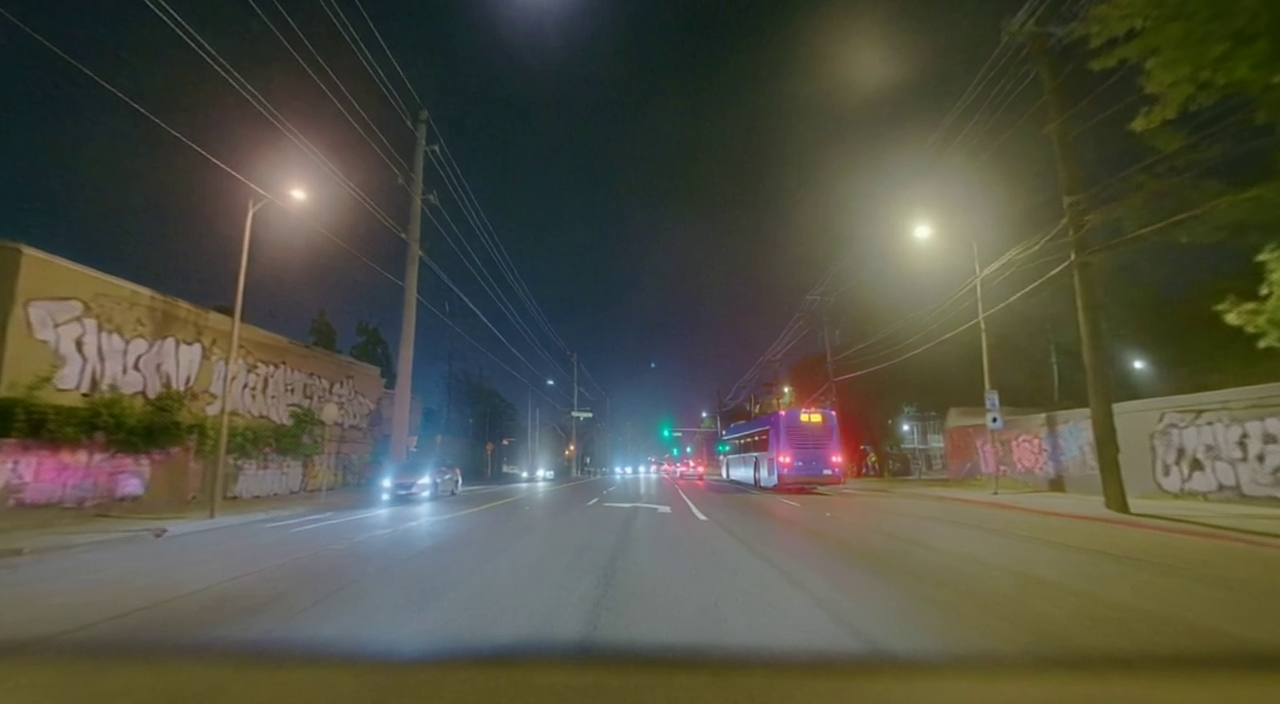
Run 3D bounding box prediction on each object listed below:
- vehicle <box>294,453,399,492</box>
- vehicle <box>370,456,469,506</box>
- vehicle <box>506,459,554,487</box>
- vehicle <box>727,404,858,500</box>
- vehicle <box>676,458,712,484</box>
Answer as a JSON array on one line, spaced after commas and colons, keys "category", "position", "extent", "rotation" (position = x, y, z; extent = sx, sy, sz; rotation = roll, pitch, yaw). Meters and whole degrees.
[{"category": "vehicle", "position": [-15.632, 6.417, 33.969], "extent": [4.719, 1.903, 2.051], "rotation": [2, -9, -13]}, {"category": "vehicle", "position": [-8.476, 4.988, 24.807], "extent": [2.011, 1.672, 4.637], "rotation": [-1, -9, 3]}, {"category": "vehicle", "position": [-7.393, 8.172, 42.818], "extent": [2.017, 1.659, 4.405], "rotation": [-1, -9, 7]}, {"category": "vehicle", "position": [6.409, 4.573, 29.312], "extent": [3.045, 3.447, 12.604], "rotation": [0, -9, 1]}, {"category": "vehicle", "position": [3.473, 7.755, 41.380], "extent": [1.961, 1.470, 4.196], "rotation": [0, -9, 0]}]
